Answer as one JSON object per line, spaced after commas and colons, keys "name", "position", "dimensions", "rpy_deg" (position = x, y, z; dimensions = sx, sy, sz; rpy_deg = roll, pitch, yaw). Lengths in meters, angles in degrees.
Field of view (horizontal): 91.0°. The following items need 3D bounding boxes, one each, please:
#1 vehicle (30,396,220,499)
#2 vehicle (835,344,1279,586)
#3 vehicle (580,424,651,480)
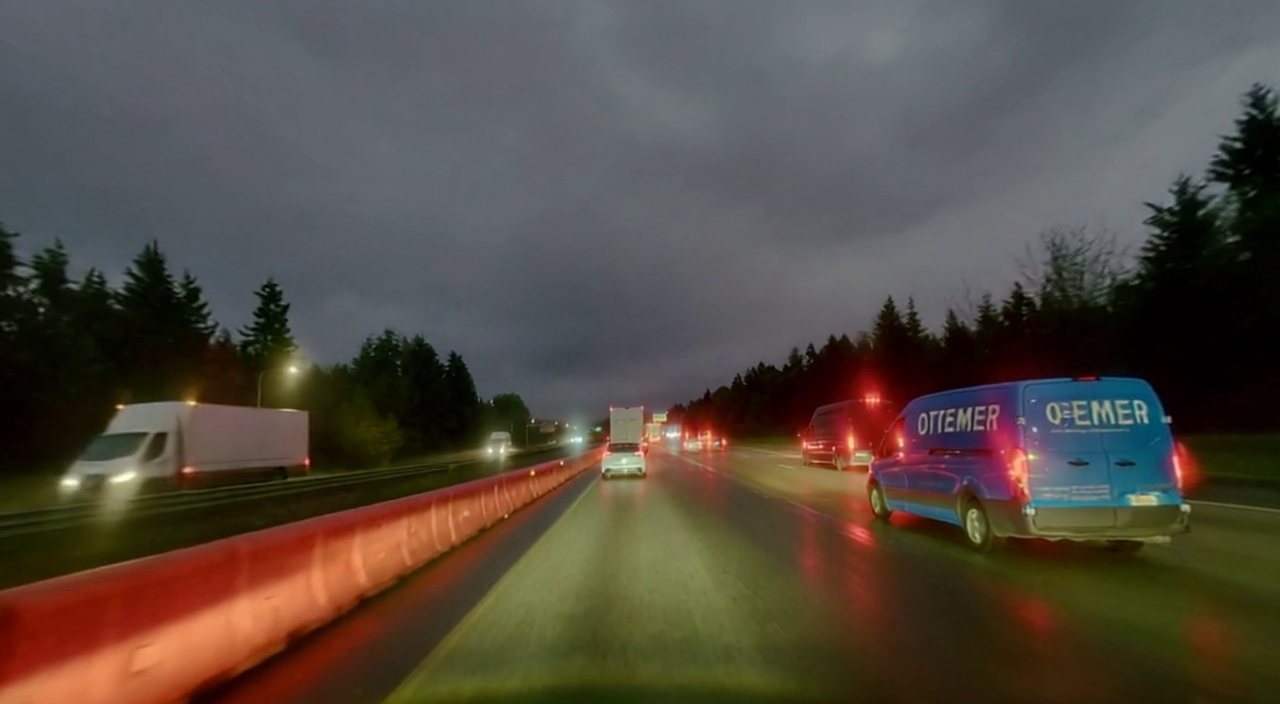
{"name": "vehicle", "position": [-21.679, 4.054, 27.055], "dimensions": [2.977, 3.918, 5.877], "rpy_deg": [0, -8, 0]}
{"name": "vehicle", "position": [4.466, 1.279, 7.871], "dimensions": [2.223, 2.008, 5.121], "rpy_deg": [0, -8, -2]}
{"name": "vehicle", "position": [-0.769, 3.240, 20.558], "dimensions": [2.100, 1.636, 3.620], "rpy_deg": [0, -8, -1]}
